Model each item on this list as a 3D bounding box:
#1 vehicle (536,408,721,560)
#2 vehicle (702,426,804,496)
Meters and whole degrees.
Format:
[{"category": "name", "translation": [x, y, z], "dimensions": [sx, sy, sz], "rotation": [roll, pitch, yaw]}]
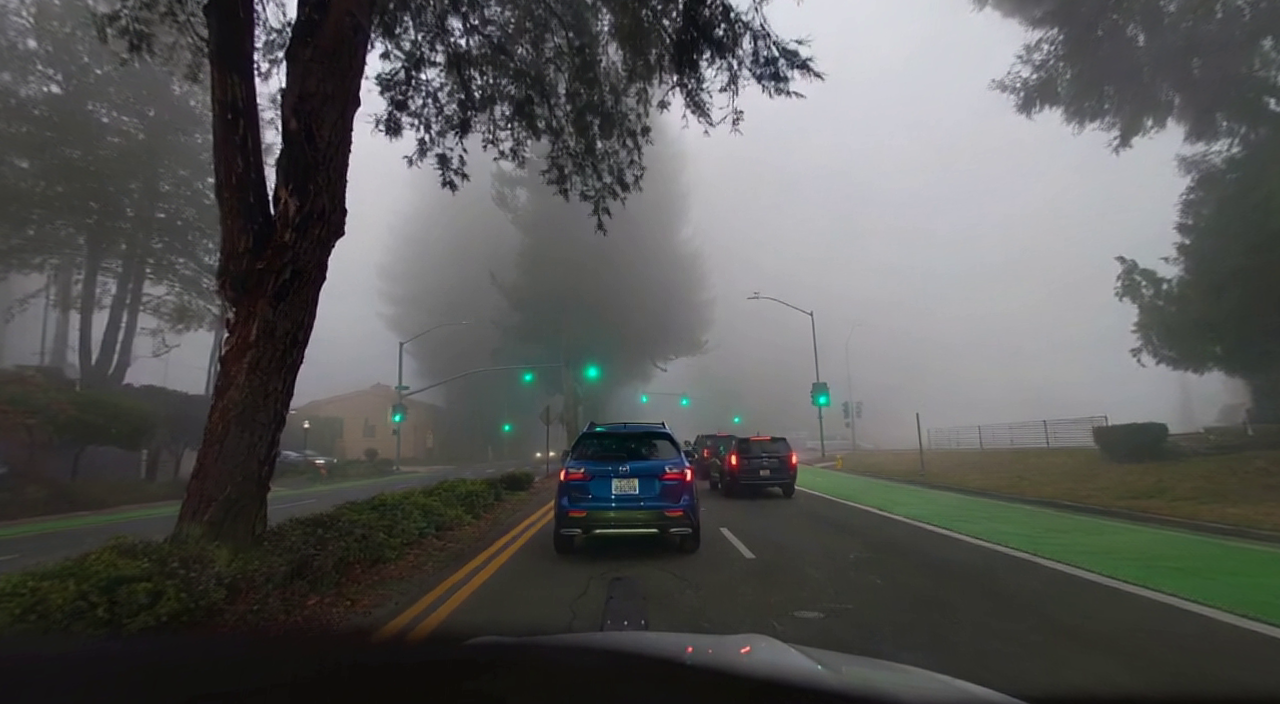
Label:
[{"category": "vehicle", "translation": [-0.117, 1.805, 9.270], "dimensions": [2.109, 1.730, 3.963], "rotation": [0, -8, 0]}, {"category": "vehicle", "translation": [3.169, 3.197, 18.780], "dimensions": [2.189, 1.815, 4.495], "rotation": [0, -8, 0]}]
